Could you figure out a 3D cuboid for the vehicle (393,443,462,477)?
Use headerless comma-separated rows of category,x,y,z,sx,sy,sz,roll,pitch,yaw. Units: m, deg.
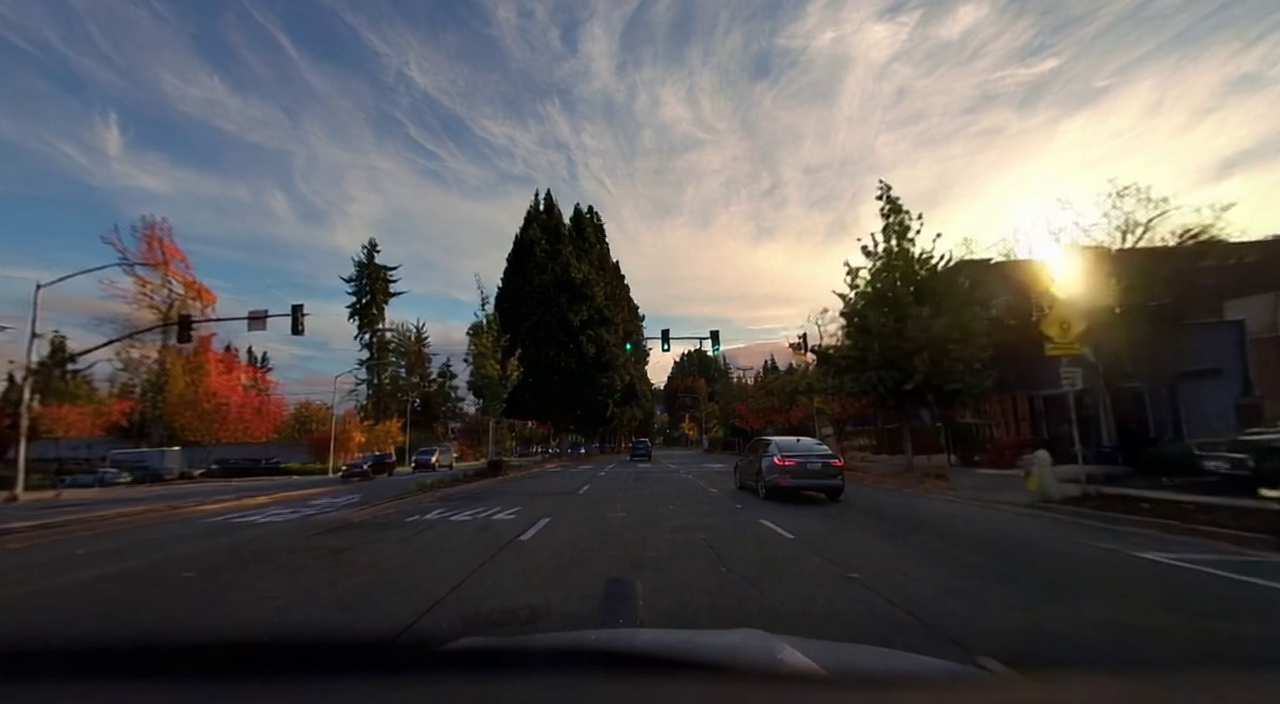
vehicle,-11.933,6.060,35.700,2.092,1.790,4.960,0,-9,1

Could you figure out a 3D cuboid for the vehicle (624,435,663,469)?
vehicle,0.167,6.005,37.985,2.239,1.856,4.815,0,-8,-1

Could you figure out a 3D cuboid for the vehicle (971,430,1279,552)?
vehicle,7.152,2.019,9.806,1.852,1.494,3.850,0,-9,0

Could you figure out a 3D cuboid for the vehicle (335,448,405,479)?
vehicle,-15.825,6.538,37.207,2.028,1.680,4.415,0,-9,2

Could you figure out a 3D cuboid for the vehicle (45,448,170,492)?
vehicle,-35.235,7.762,41.807,5.947,2.769,2.763,-1,-9,6

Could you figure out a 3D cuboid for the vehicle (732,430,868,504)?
vehicle,3.693,2.756,15.498,2.178,1.546,4.311,0,-8,0
